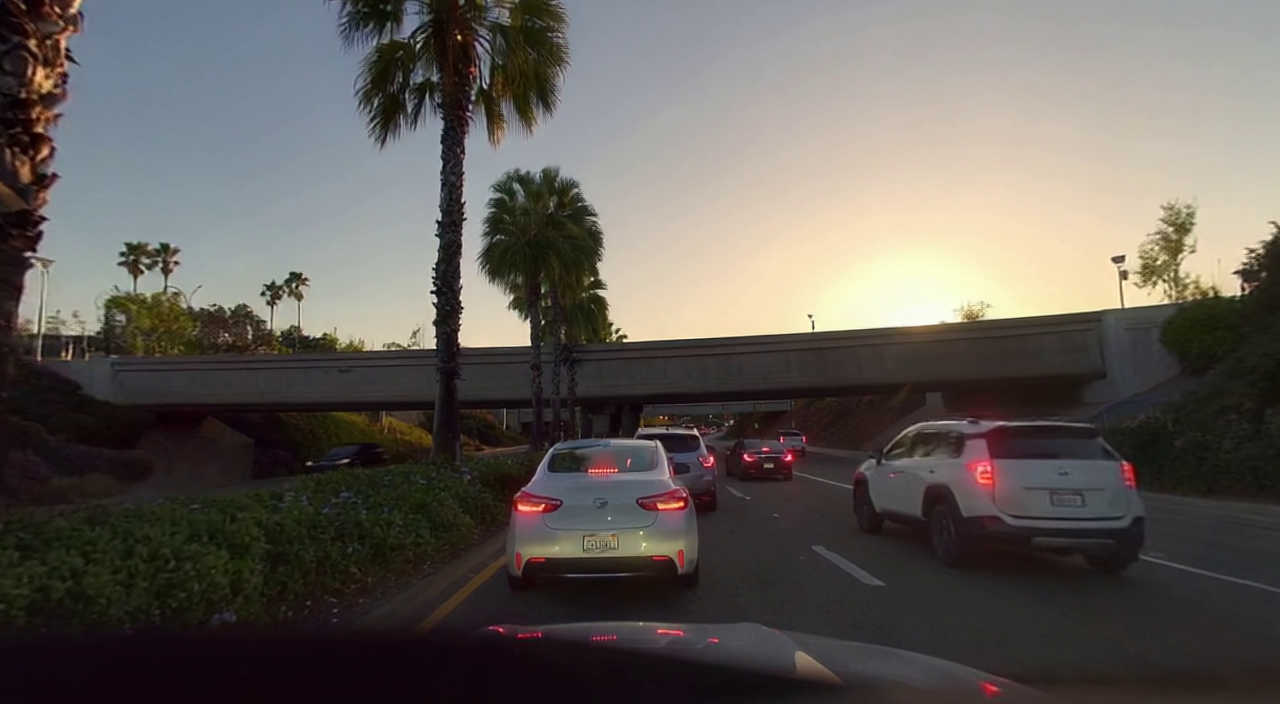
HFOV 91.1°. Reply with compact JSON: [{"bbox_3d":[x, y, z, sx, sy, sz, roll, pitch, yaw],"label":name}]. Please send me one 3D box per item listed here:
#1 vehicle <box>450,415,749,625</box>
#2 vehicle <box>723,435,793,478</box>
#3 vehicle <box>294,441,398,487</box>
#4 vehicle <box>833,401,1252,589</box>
[{"bbox_3d":[-0.242,1.524,6.642,2.172,1.506,4.018,0,-9,2],"label":"vehicle"},{"bbox_3d":[4.566,4.120,24.951,2.034,1.517,4.840,0,-9,2],"label":"vehicle"},{"bbox_3d":[-11.854,4.516,25.706,2.084,1.704,4.485,0,-9,-1],"label":"vehicle"},{"bbox_3d":[4.220,1.588,7.889,2.149,1.609,4.807,0,-9,2],"label":"vehicle"}]
